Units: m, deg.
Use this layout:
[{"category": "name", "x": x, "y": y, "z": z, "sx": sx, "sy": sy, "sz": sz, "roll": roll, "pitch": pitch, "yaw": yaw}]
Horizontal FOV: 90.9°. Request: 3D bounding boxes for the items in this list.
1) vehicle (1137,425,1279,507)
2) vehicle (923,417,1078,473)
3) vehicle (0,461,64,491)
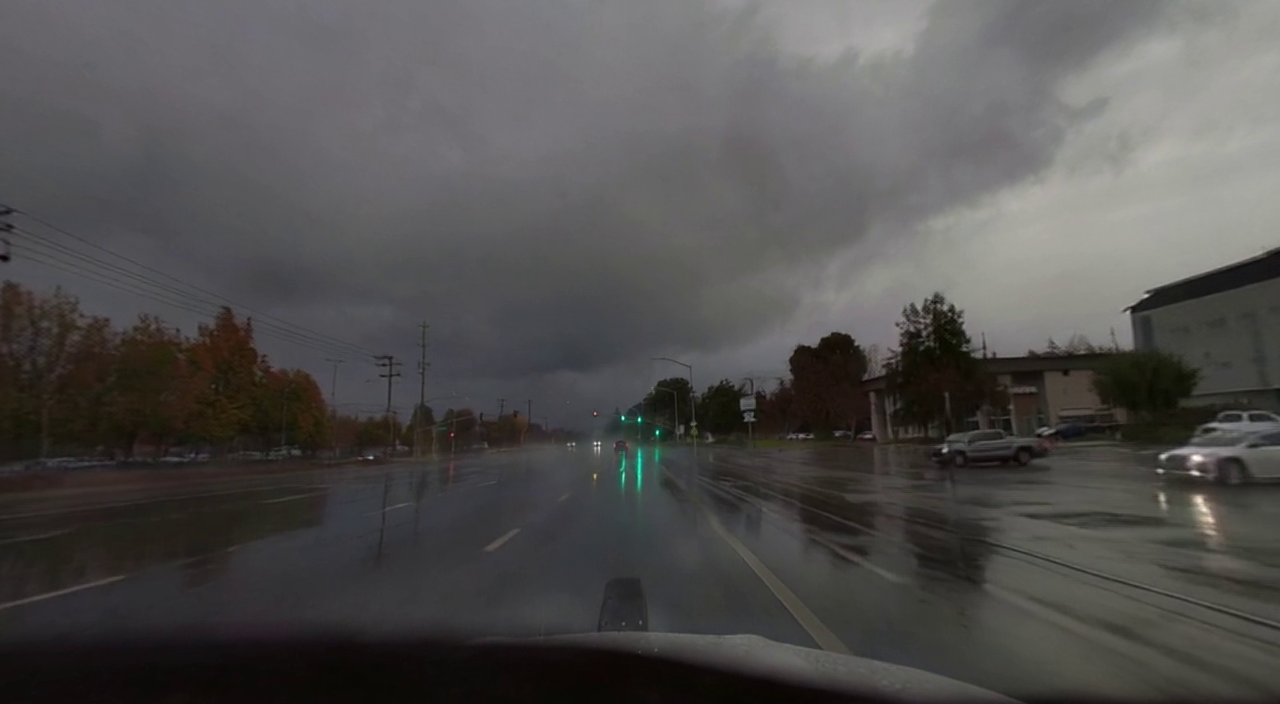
[{"category": "vehicle", "x": 14.564, "y": 2.541, "z": 14.597, "sx": 4.388, "sy": 1.446, "sz": 1.808, "roll": -6, "pitch": -7, "yaw": 2}, {"category": "vehicle", "x": 14.041, "y": 3.656, "z": 24.830, "sx": 4.702, "sy": 1.853, "sz": 2.069, "roll": -3, "pitch": -8, "yaw": 2}, {"category": "vehicle", "x": -35.816, "y": 7.016, "z": 35.816, "sx": 1.917, "sy": 1.479, "sz": 4.462, "roll": 0, "pitch": -8, "yaw": 0}]
